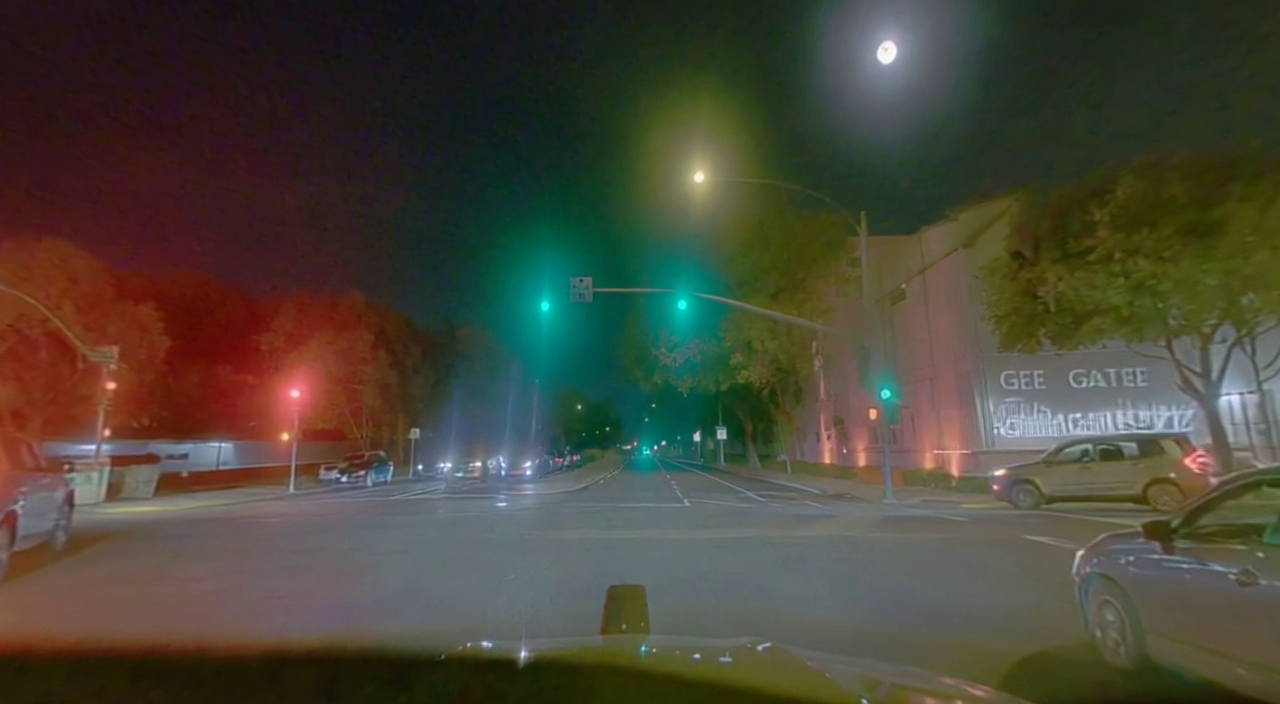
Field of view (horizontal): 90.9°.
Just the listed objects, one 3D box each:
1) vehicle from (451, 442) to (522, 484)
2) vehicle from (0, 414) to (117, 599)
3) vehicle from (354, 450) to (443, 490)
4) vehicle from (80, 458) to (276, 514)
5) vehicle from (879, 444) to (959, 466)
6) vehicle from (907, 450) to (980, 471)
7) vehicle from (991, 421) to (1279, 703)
[{"bbox_3d":[-7.132,5.179,29.879,2.081,1.818,4.782,0,-8,1],"label":"vehicle"},{"bbox_3d":[-8.229,1.732,7.750,2.000,1.789,4.638,5,-10,-31],"label":"vehicle"},{"bbox_3d":[-10.599,5.210,28.152,2.041,1.548,4.868,0,-8,0],"label":"vehicle"},{"bbox_3d":[-15.098,4.337,20.933,2.011,1.480,4.747,-5,-10,29],"label":"vehicle"},{"bbox_3d":[20.937,7.764,47.382,5.037,1.533,1.901,-1,-9,2],"label":"vehicle"},{"bbox_3d":[20.620,7.381,42.900,4.120,1.340,1.654,-1,-8,5],"label":"vehicle"},{"bbox_3d":[3.661,1.040,2.584,1.966,1.490,4.429,0,-8,1],"label":"vehicle"}]
